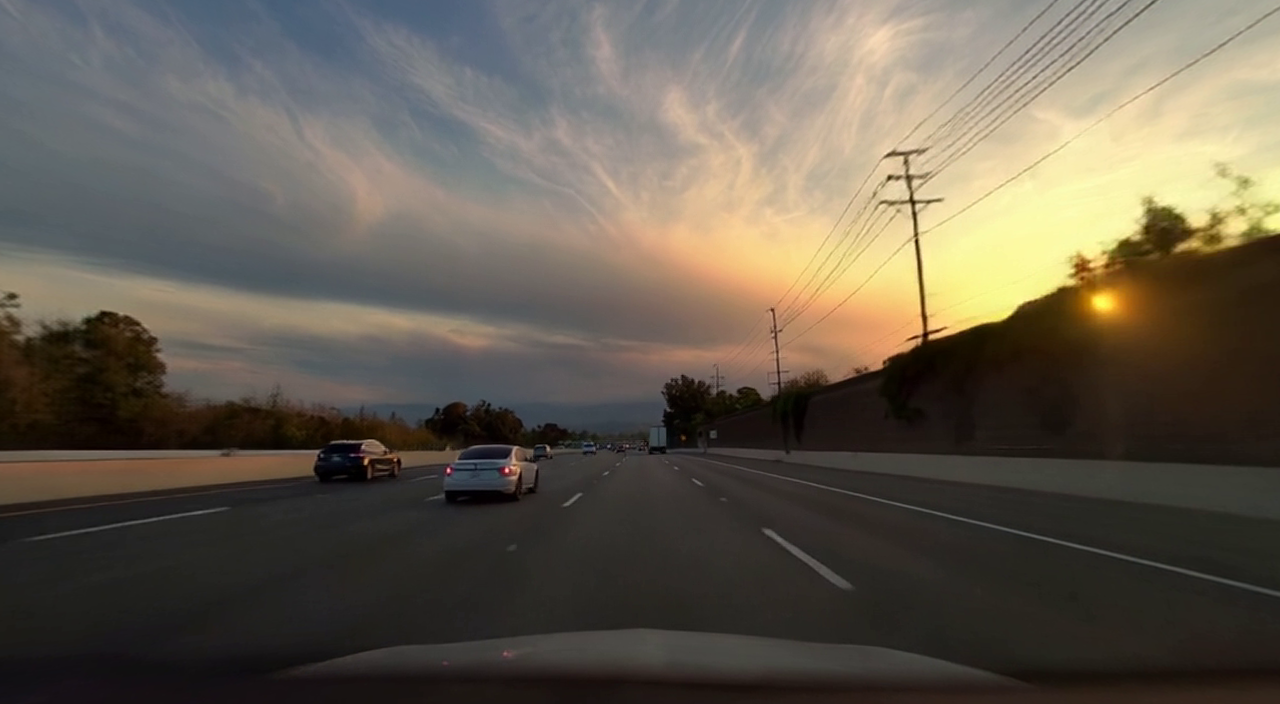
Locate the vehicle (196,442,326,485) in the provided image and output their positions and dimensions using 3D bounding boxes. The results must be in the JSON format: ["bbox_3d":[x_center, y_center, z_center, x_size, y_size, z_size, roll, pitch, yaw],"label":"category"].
[{"bbox_3d":[-14.587,4.306,24.648,2.039,1.516,4.780,0,-9,1],"label":"vehicle"}]

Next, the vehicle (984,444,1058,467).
[{"bbox_3d":[26.380,7.180,43.746,1.818,1.470,4.404,2,-9,-12],"label":"vehicle"}]

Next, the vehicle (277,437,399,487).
[{"bbox_3d":[-10.883,3.977,23.159,2.058,1.621,4.739,0,-9,1],"label":"vehicle"}]

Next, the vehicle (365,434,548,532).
[{"bbox_3d":[-3.271,2.448,12.502,2.045,1.532,4.954,0,-9,1],"label":"vehicle"}]
